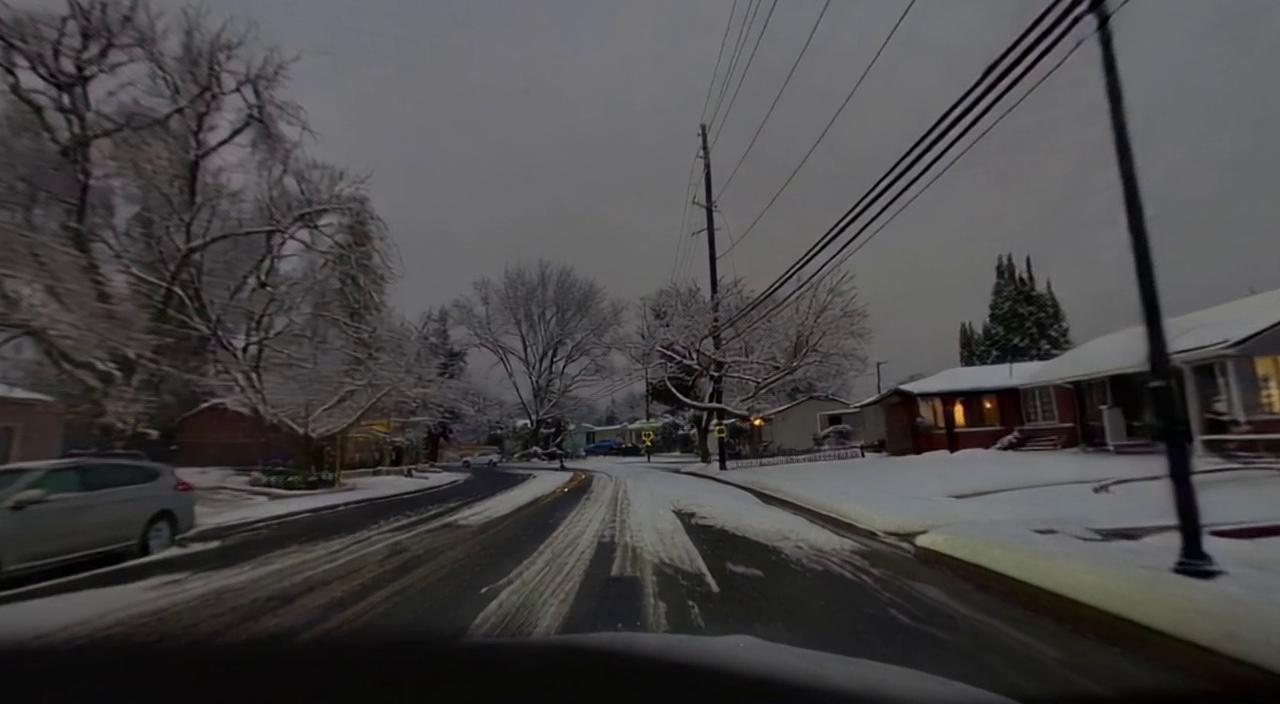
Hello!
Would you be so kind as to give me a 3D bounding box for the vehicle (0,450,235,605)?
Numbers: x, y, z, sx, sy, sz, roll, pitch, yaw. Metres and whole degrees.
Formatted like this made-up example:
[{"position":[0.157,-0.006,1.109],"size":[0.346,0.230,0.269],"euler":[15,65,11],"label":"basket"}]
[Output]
[{"position":[-7.202,1.928,7.490],"size":[1.896,1.484,4.298],"euler":[0,-9,1],"label":"vehicle"}]
